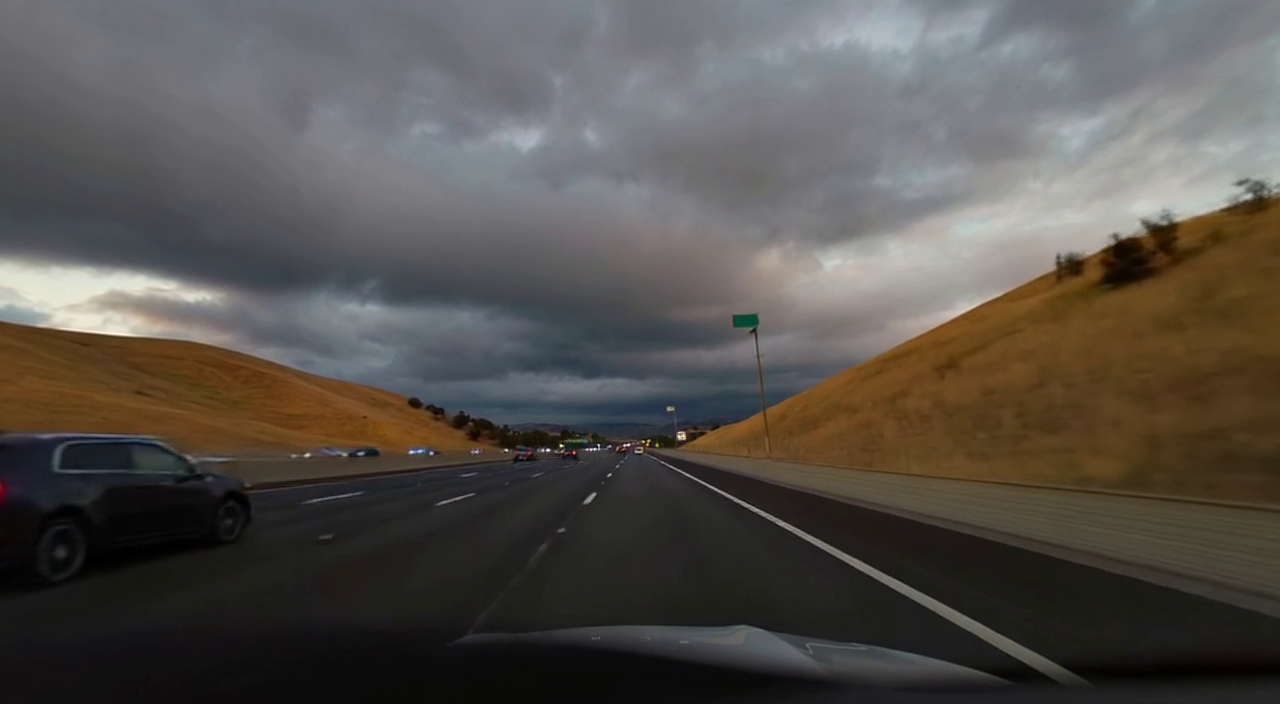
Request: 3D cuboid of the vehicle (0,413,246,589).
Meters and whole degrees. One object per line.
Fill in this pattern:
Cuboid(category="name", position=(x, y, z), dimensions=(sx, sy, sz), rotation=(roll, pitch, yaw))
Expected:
Cuboid(category="vehicle", position=(-6.991, 1.603, 7.270), dimensions=(2.045, 1.624, 4.338), rotation=(0, -9, 0))
